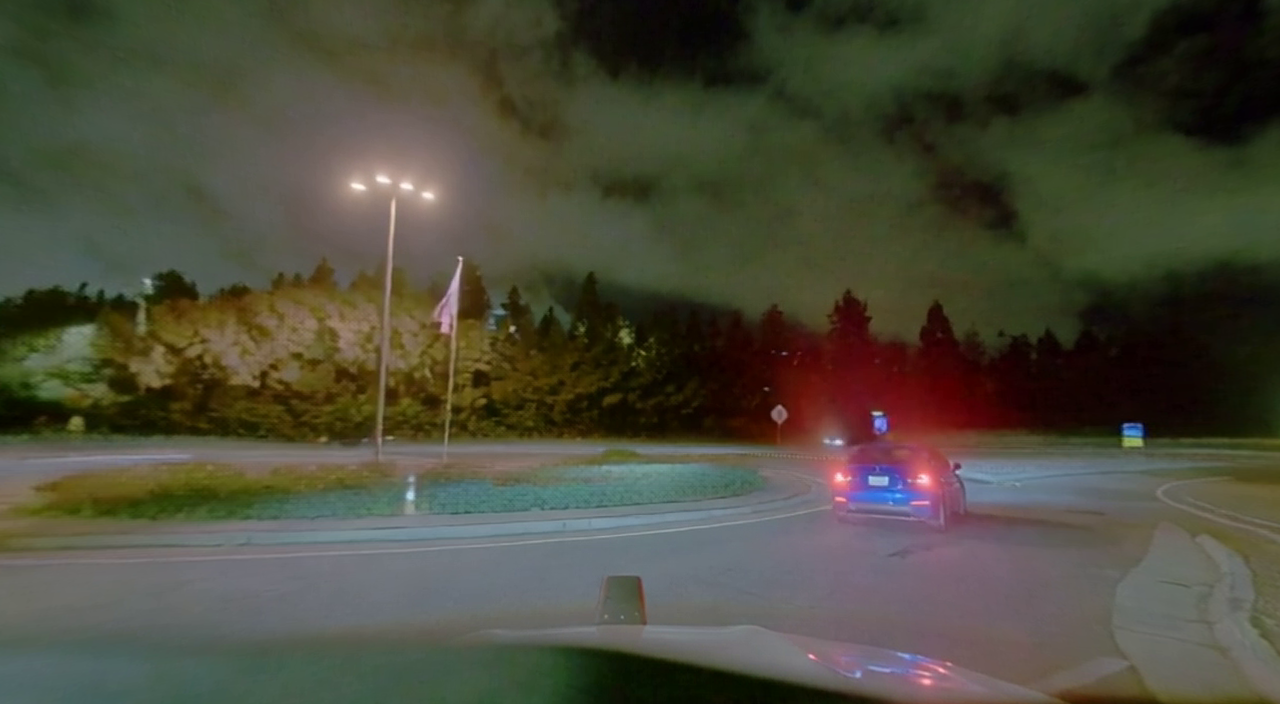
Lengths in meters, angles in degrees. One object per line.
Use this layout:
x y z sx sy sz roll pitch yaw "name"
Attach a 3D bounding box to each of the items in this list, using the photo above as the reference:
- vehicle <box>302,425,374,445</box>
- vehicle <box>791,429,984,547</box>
-23.426 6.446 49.036 4.652 1.498 1.783 0 -9 0 "vehicle"
4.418 2.219 10.919 2.078 1.607 4.010 -6 -11 35 "vehicle"
